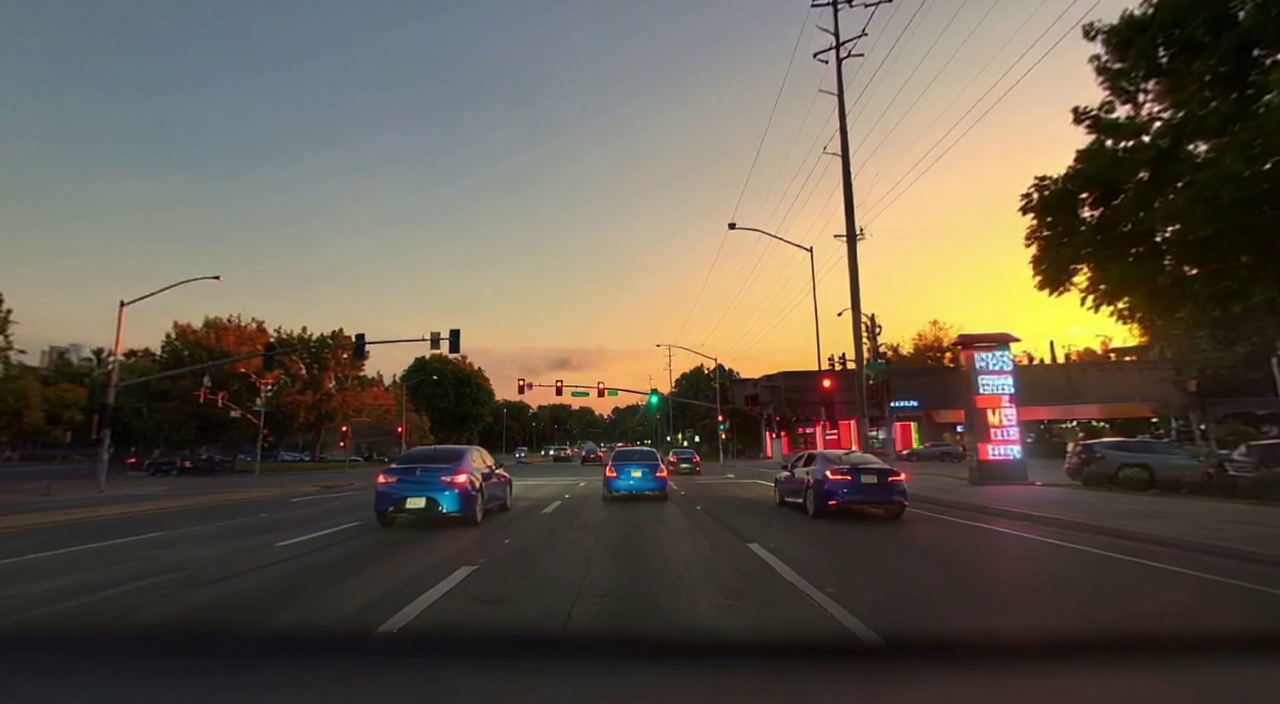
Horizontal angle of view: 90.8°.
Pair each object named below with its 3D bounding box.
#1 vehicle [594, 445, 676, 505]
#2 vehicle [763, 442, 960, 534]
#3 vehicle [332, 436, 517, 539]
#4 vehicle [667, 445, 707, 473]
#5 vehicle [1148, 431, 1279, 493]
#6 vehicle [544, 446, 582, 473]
[{"bbox_3d":[-0.200,3.421,18.076,2.072,1.473,4.139,0,-9,-2],"label":"vehicle"},{"bbox_3d":[4.144,2.616,12.914,2.119,1.479,4.910,0,-9,-2],"label":"vehicle"},{"bbox_3d":[-3.821,2.468,12.256,2.035,1.564,4.702,0,-9,-1],"label":"vehicle"},{"bbox_3d":[2.898,6.687,39.776,1.986,1.660,4.006,0,-9,-2],"label":"vehicle"},{"bbox_3d":[16.469,2.820,16.458,4.802,1.480,2.126,1,-9,-6],"label":"vehicle"},{"bbox_3d":[-4.769,6.736,39.802,1.932,1.606,4.157,0,-9,-1],"label":"vehicle"}]
